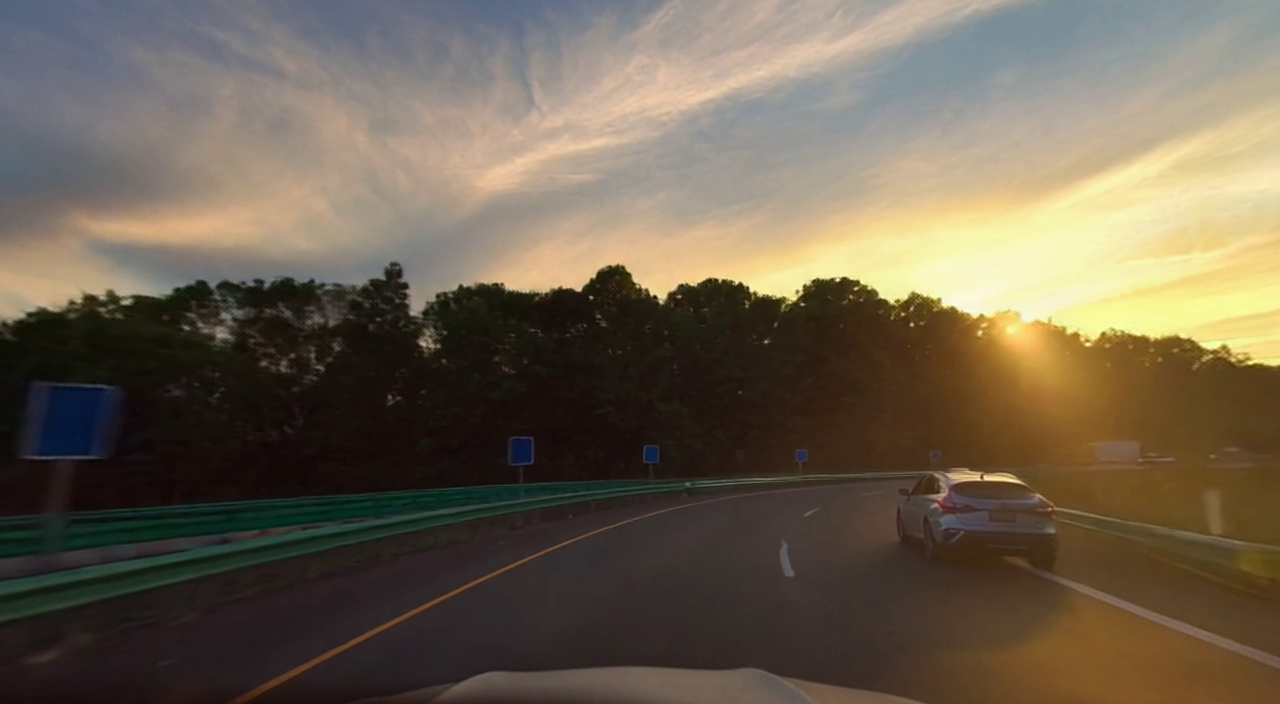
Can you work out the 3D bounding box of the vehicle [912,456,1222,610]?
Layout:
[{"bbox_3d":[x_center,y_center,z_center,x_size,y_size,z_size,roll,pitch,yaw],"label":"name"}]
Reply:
[{"bbox_3d":[5.540,2.350,9.007,2.023,1.593,4.105,-1,-11,9],"label":"vehicle"}]

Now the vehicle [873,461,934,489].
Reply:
[{"bbox_3d":[15.118,7.039,36.067,1.992,1.503,3.793,-9,-14,42],"label":"vehicle"}]
